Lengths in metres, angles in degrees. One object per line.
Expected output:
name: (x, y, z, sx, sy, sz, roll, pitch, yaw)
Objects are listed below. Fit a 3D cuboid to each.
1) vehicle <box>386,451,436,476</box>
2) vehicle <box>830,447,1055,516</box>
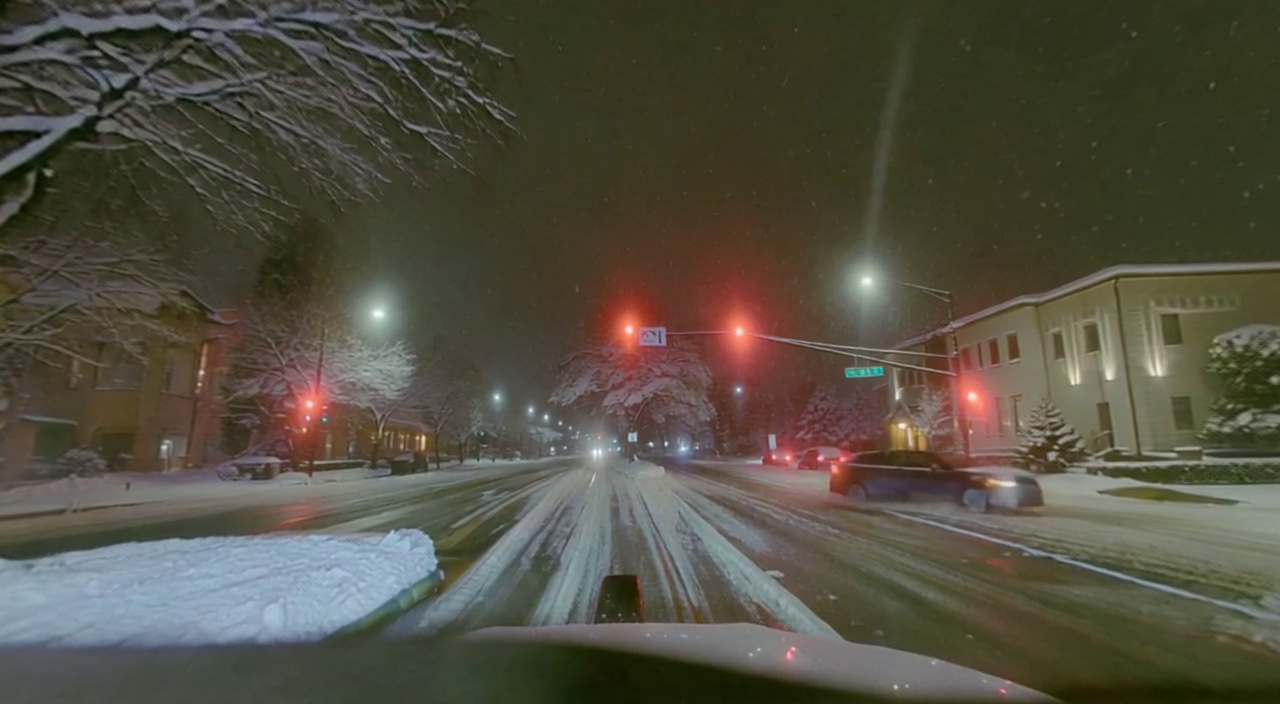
vehicle: (-16.579, 8.064, 45.891, 2.075, 1.708, 4.335, 0, -9, -1)
vehicle: (7.472, 3.161, 15.979, 4.683, 1.460, 1.933, -8, -12, 43)
